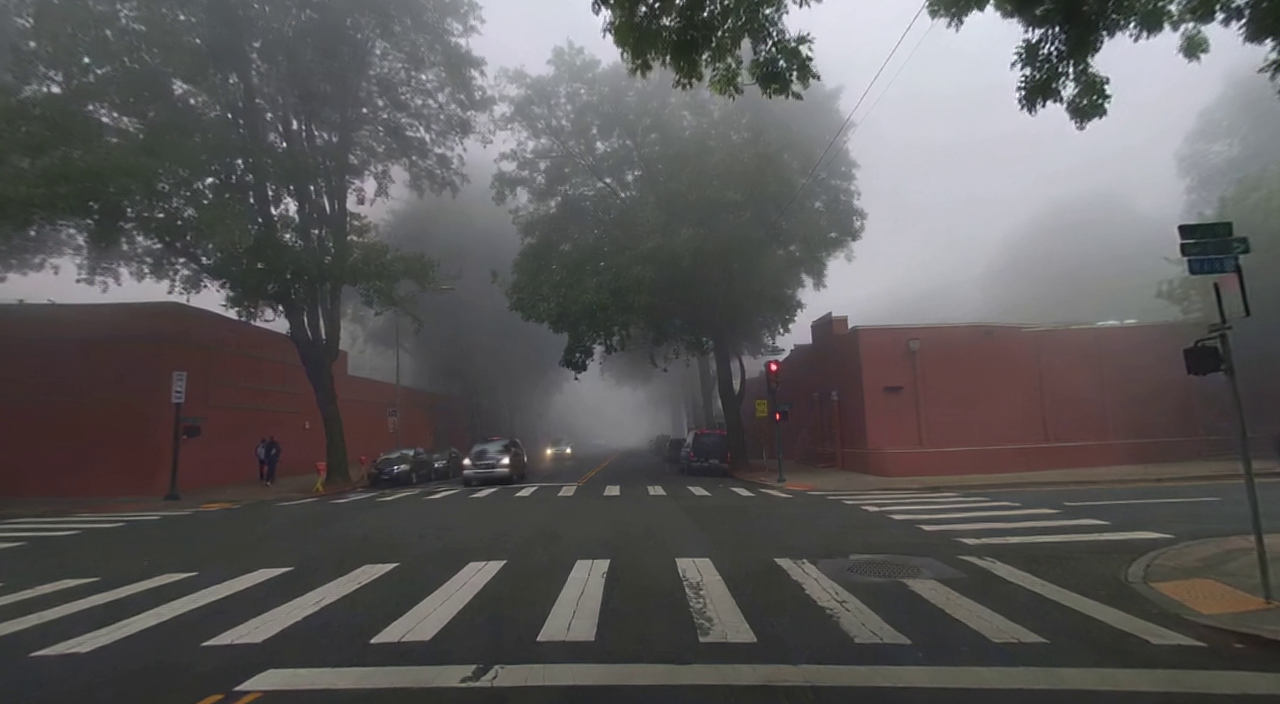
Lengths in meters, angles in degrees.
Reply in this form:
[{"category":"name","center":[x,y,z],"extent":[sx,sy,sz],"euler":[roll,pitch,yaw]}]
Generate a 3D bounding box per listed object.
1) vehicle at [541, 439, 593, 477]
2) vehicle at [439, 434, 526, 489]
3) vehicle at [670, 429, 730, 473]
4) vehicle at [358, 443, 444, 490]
[{"category":"vehicle","center":[-3.268,4.850,29.128],"extent":[2.033,1.596,4.142],"euler":[0,-8,-2]},{"category":"vehicle","center":[-5.908,4.140,24.324],"extent":[2.242,1.887,4.924],"euler":[0,-8,-2]},{"category":"vehicle","center":[3.101,5.308,34.032],"extent":[2.557,2.188,5.164],"euler":[1,-8,-2]},{"category":"vehicle","center":[-9.912,4.748,26.582],"extent":[2.216,1.804,4.526],"euler":[1,-8,-6]}]
